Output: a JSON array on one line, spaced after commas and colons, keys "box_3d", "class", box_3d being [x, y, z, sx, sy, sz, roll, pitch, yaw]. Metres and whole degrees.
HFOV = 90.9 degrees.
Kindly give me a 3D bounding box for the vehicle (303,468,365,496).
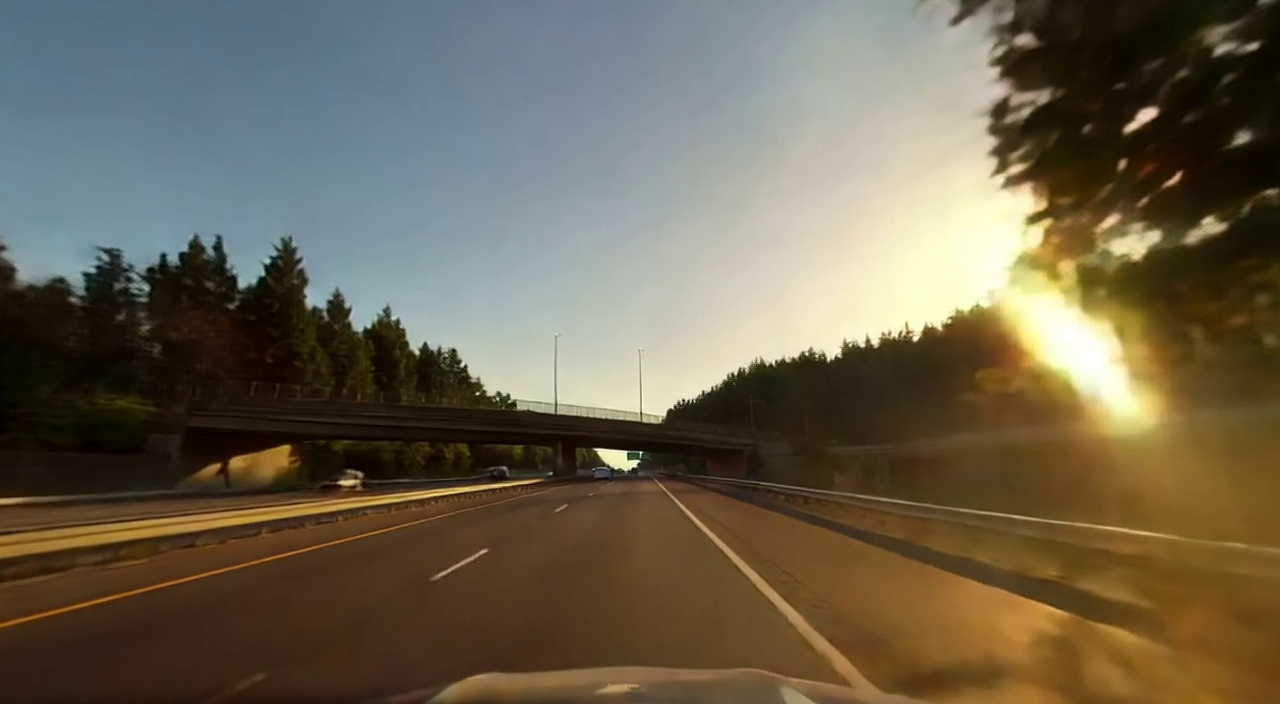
[{"box_3d": [-17.082, 7.286, 35.364, 1.699, 1.445, 3.430, 0, -10, 1], "class": "vehicle"}]
